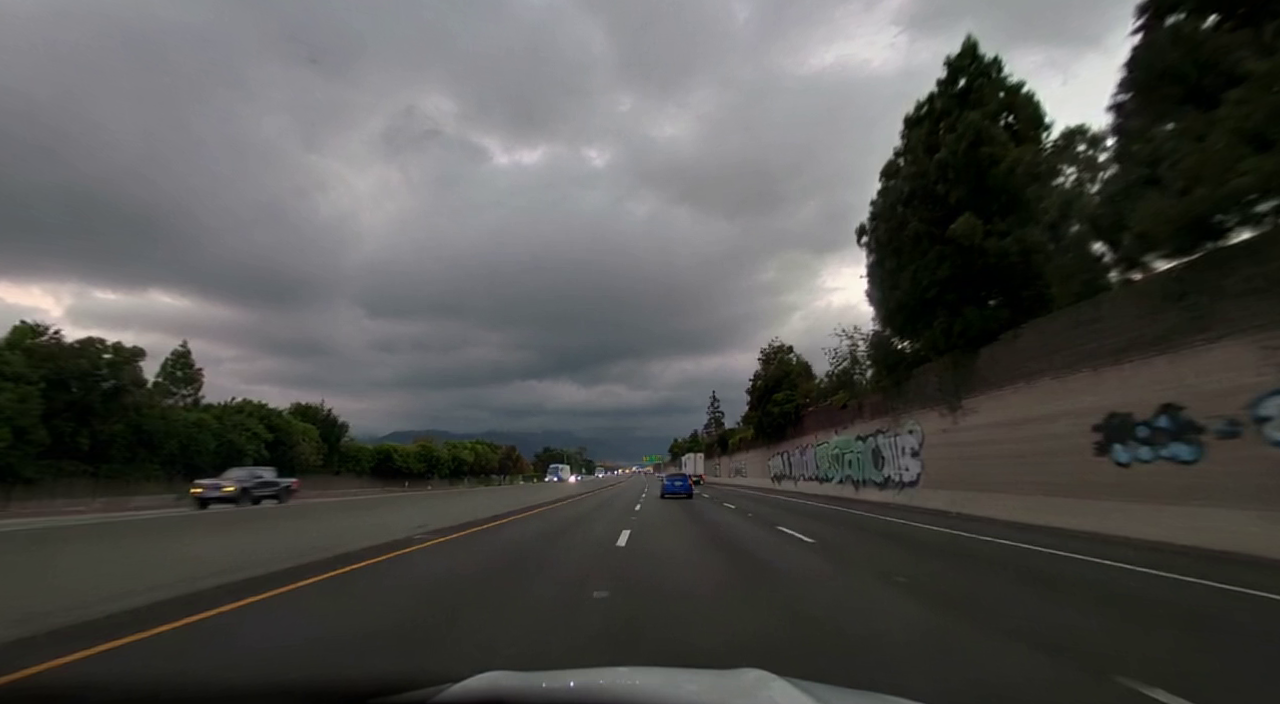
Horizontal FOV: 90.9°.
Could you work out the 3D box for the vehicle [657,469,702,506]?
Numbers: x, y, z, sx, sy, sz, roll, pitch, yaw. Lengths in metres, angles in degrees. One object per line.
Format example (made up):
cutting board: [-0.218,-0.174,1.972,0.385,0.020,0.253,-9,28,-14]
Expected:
vehicle: [1.849,6.524,30.551,2.011,1.574,3.512,1,-10,1]

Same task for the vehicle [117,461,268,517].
vehicle: [-17.633,5.406,25.258,2.209,1.936,4.979,1,-10,1]
